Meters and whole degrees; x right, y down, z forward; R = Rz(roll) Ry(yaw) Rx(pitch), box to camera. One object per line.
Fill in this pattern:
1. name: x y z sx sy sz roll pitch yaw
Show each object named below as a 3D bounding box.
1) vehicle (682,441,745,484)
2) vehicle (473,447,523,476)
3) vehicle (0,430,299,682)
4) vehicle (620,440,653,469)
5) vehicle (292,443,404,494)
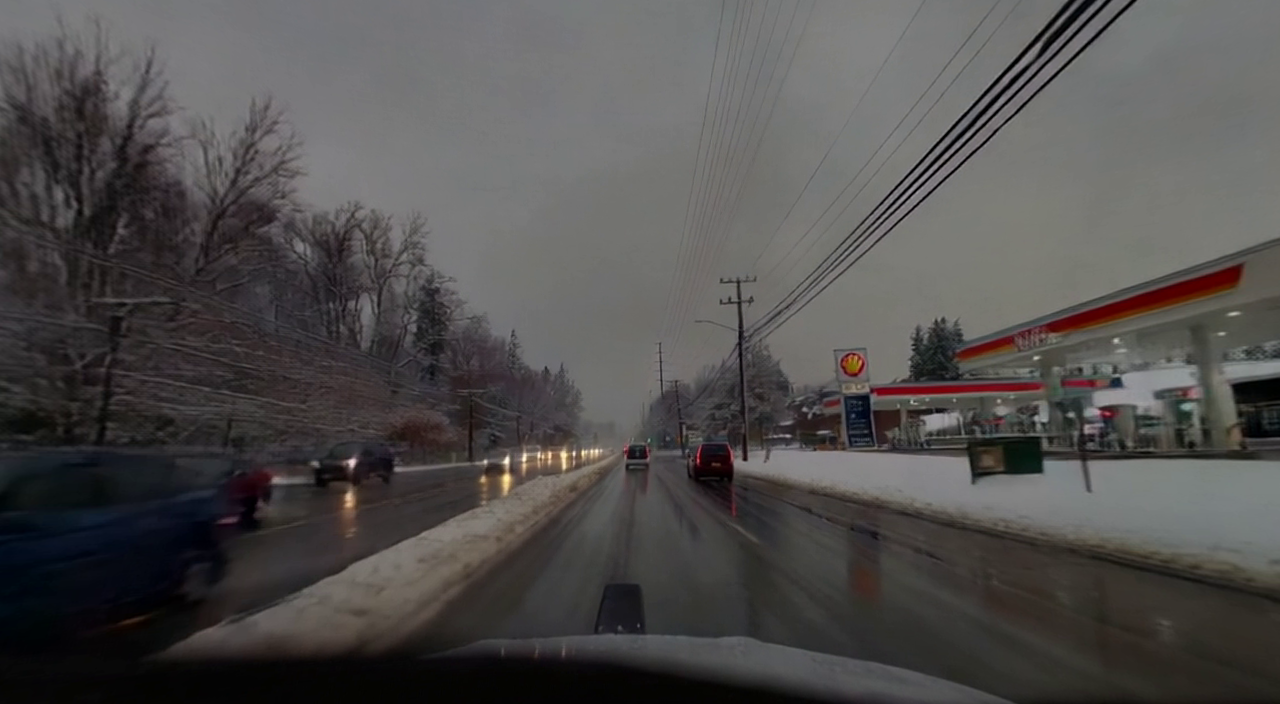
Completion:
1. vehicle: 2.947 4.504 26.180 1.990 1.592 4.294 0 -8 -1
2. vehicle: -8.536 6.606 38.339 2.085 1.582 4.305 -1 -8 0
3. vehicle: -4.851 1.387 4.885 2.032 1.487 4.413 0 -8 -1
4. vehicle: -0.253 6.989 43.226 2.163 1.825 4.073 0 -8 -1
5. vehicle: -11.619 4.617 25.569 2.301 1.827 4.754 0 -8 -1
